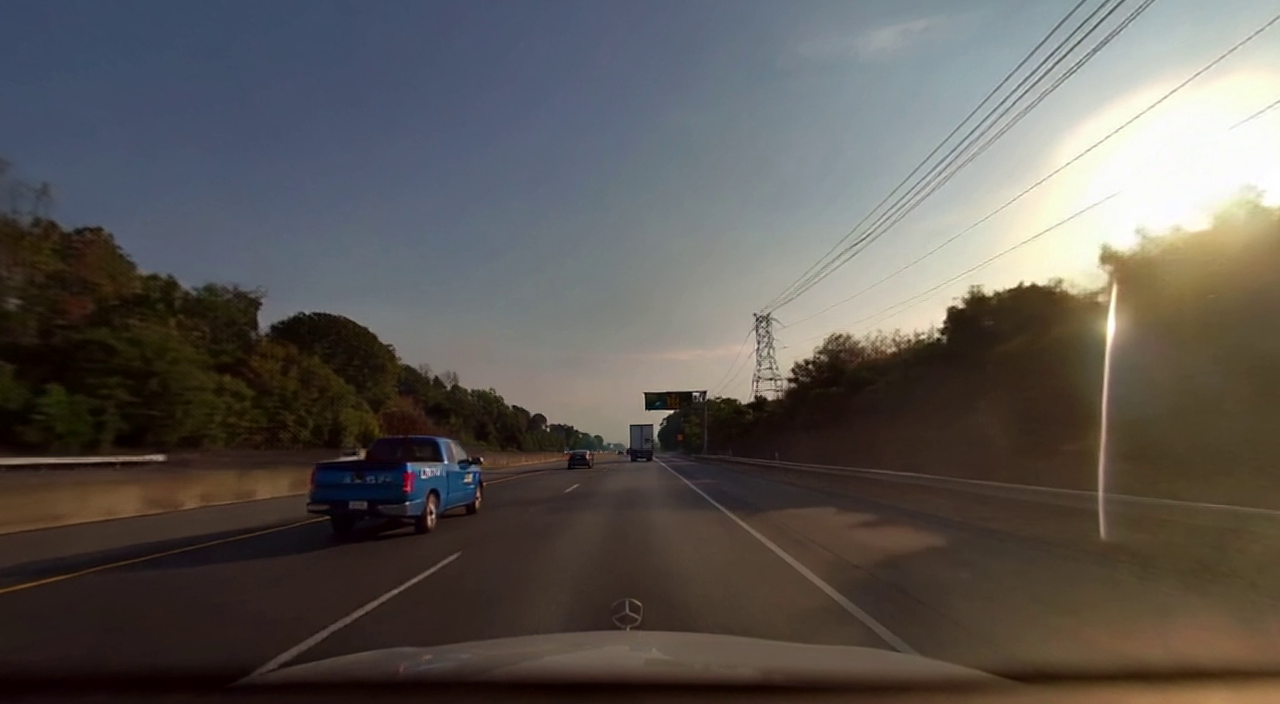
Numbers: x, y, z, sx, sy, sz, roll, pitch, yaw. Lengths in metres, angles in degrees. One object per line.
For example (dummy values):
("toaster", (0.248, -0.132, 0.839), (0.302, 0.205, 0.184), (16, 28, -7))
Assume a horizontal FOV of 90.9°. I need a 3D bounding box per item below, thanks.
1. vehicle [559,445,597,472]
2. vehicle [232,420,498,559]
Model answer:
("vehicle", (-4.222, 7.257, 43.287), (2.111, 1.735, 4.066), (0, -9, 1))
("vehicle", (-3.961, 2.077, 10.327), (2.049, 1.697, 4.998), (0, -9, 1))
